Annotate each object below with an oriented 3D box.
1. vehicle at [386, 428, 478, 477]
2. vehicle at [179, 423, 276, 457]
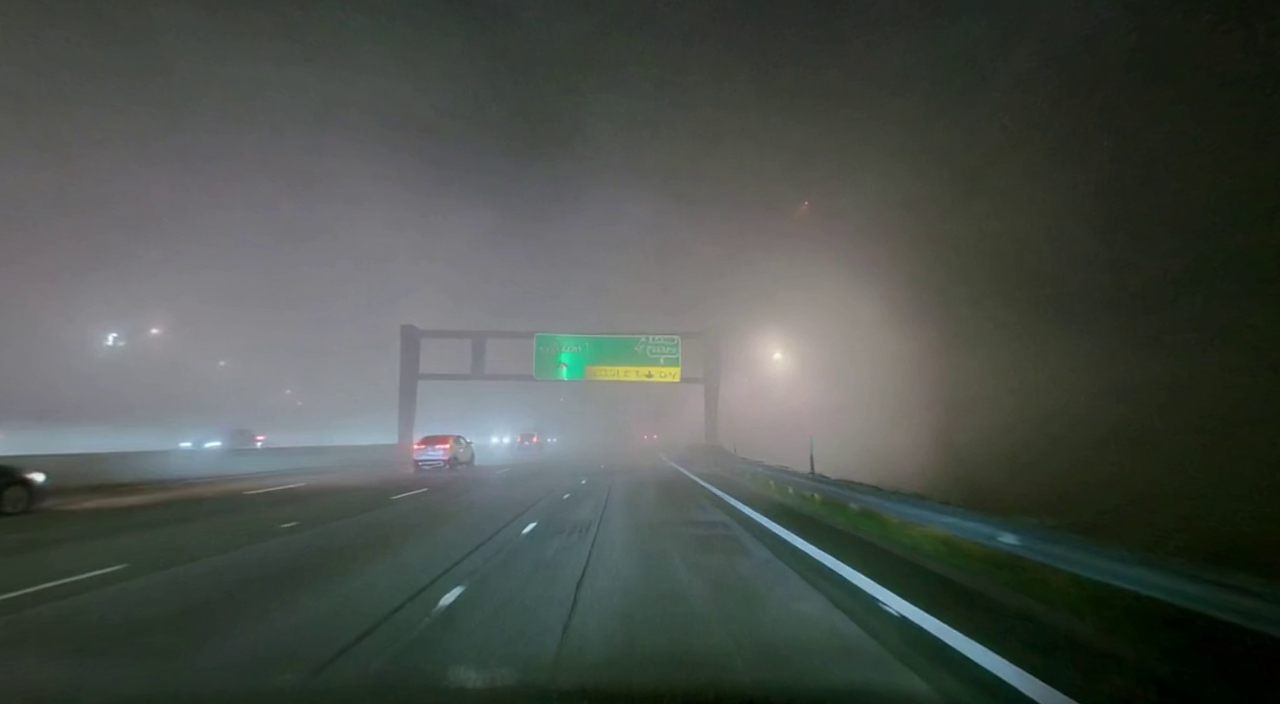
[{"bbox_3d":[-7.518,3.656,23.188,1.979,1.646,4.096,0,-8,0],"label":"vehicle"},{"bbox_3d":[-20.428,4.378,31.413,1.878,1.549,4.398,0,-8,0],"label":"vehicle"}]
